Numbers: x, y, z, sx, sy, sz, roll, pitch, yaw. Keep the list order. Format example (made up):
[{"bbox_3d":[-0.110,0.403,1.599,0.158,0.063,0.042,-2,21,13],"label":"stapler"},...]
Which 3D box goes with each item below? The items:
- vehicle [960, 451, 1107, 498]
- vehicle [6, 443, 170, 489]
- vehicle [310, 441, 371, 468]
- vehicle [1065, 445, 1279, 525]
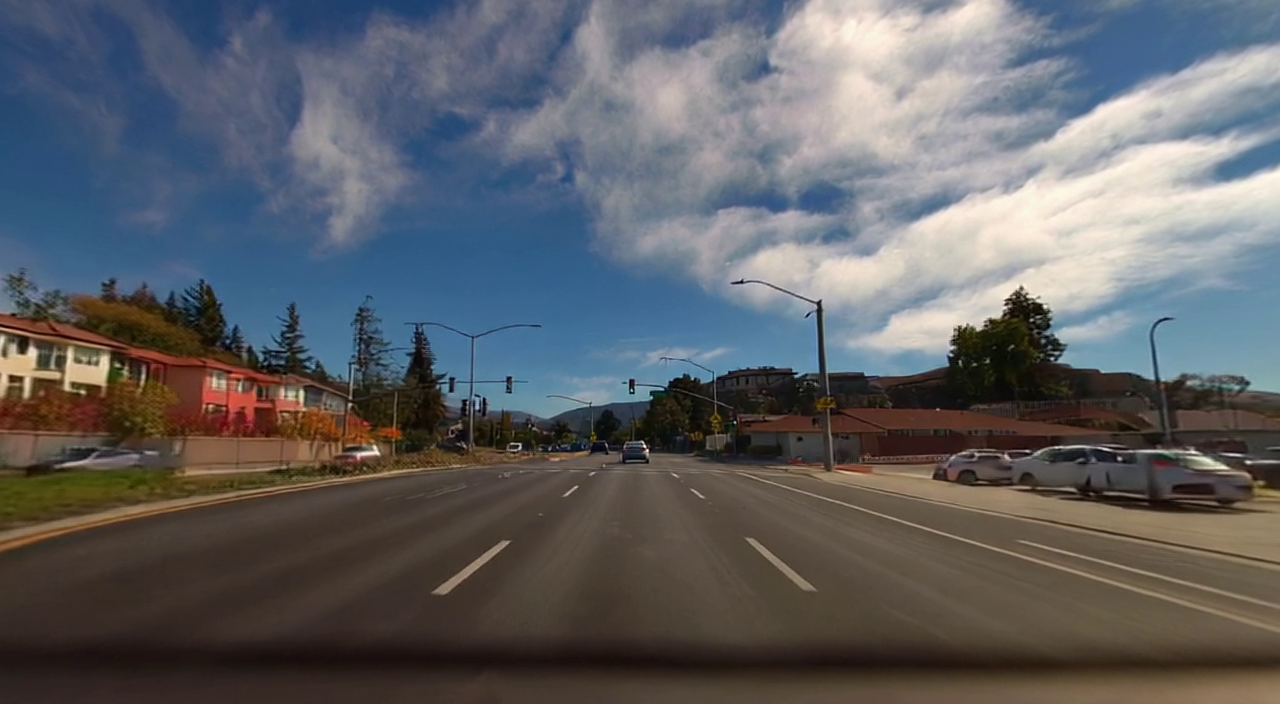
[{"bbox_3d":[12.660,3.932,20.747,1.903,1.330,4.470,0,-9,-1],"label":"vehicle"},{"bbox_3d":[-19.393,4.003,22.519,1.918,1.472,4.360,0,-9,0],"label":"vehicle"},{"bbox_3d":[-19.649,6.752,41.663,1.913,1.693,4.345,0,-9,0],"label":"vehicle"},{"bbox_3d":[12.467,2.884,14.410,2.128,1.467,4.987,0,-9,1],"label":"vehicle"}]
